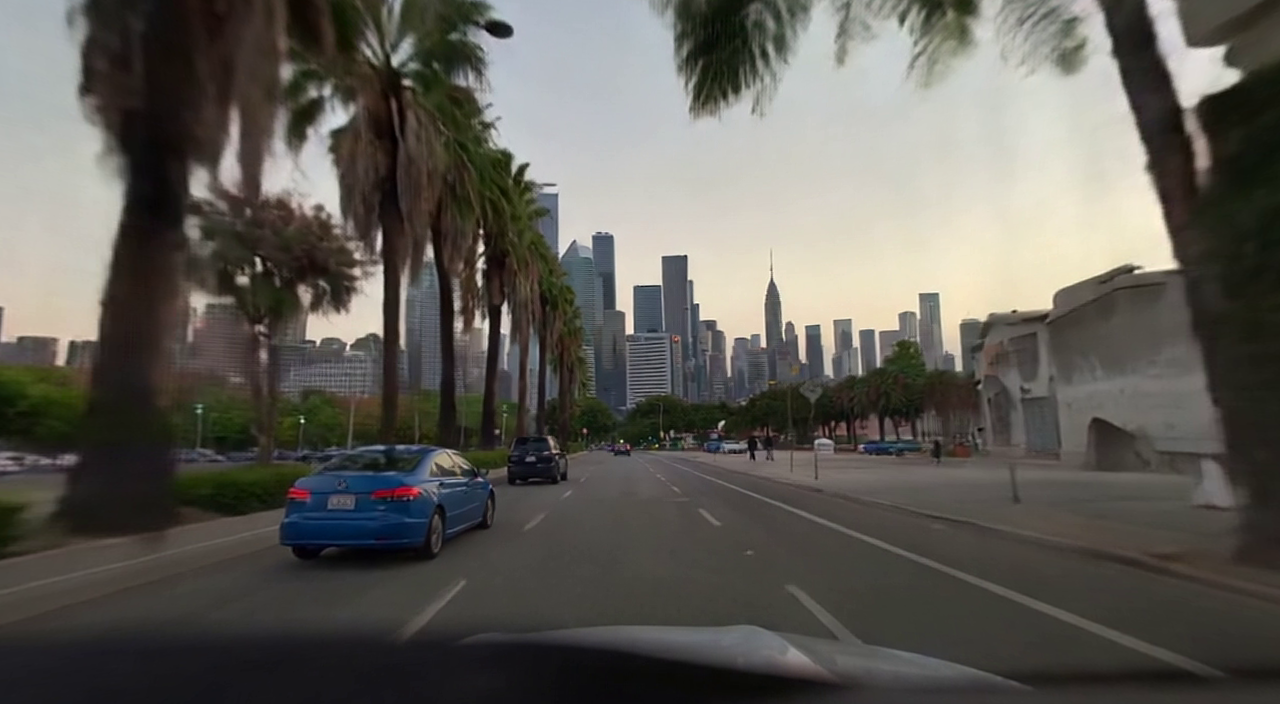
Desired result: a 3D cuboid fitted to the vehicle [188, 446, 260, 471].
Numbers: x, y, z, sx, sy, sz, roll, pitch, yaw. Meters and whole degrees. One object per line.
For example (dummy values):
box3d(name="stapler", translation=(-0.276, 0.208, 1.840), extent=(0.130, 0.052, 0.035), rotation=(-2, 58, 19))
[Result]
box3d(name="vehicle", translation=(-31.287, 8.027, 47.745), extent=(1.947, 1.763, 5.176), rotation=(0, -9, -1))

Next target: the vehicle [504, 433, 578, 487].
box3d(name="vehicle", translation=(-3.346, 3.734, 22.126), extent=(1.894, 1.702, 3.999), rotation=(0, -9, 0))

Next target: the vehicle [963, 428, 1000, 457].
box3d(name="vehicle", translation=(23.955, 6.361, 44.282), extent=(1.679, 1.923, 3.703), rotation=(-6, -11, 36))

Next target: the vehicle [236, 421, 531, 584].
box3d(name="vehicle", translation=(-2.845, 1.781, 8.326), extent=(2.071, 1.544, 4.383), rotation=(0, -9, -1))

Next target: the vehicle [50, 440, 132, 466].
box3d(name="vehicle", translation=(-43.037, 7.933, 49.593), extent=(4.367, 1.957, 2.099), rotation=(1, -9, -2))
